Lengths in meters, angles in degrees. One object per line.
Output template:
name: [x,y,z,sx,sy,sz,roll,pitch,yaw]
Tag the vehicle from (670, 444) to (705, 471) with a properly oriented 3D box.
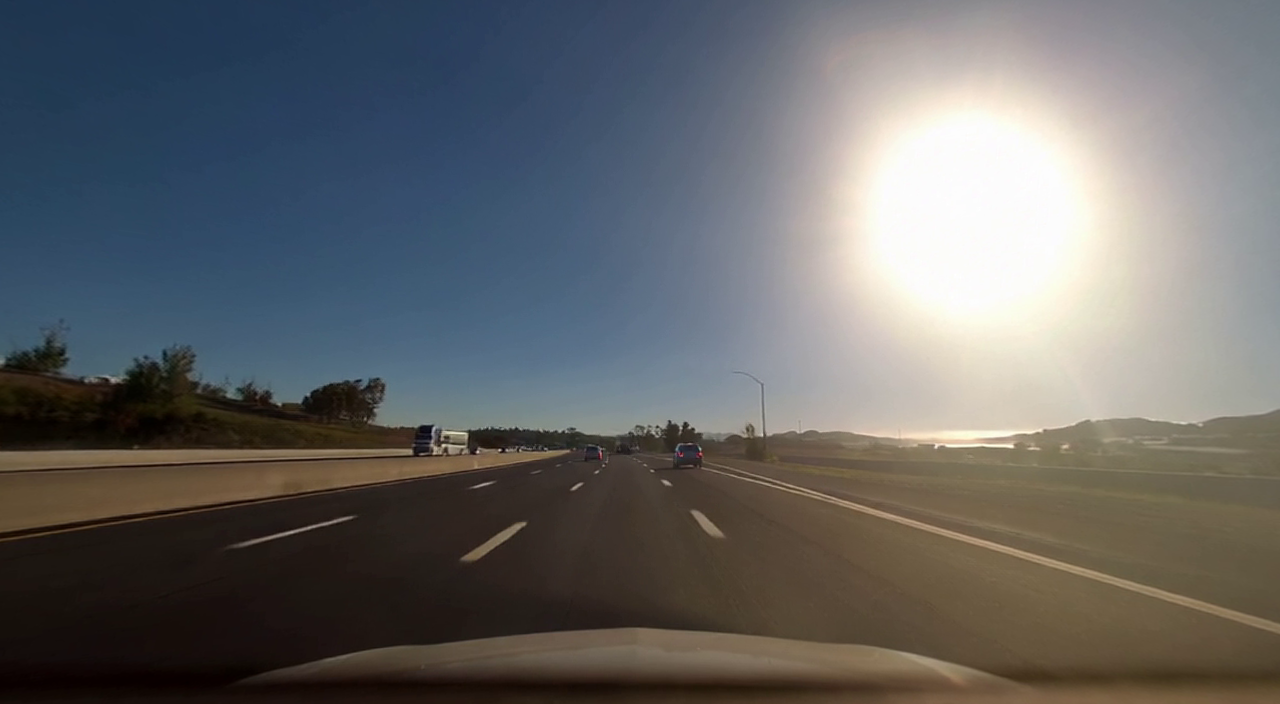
vehicle: [2.948,6.657,39.715,1.895,1.555,4.030,0,-9,0]
